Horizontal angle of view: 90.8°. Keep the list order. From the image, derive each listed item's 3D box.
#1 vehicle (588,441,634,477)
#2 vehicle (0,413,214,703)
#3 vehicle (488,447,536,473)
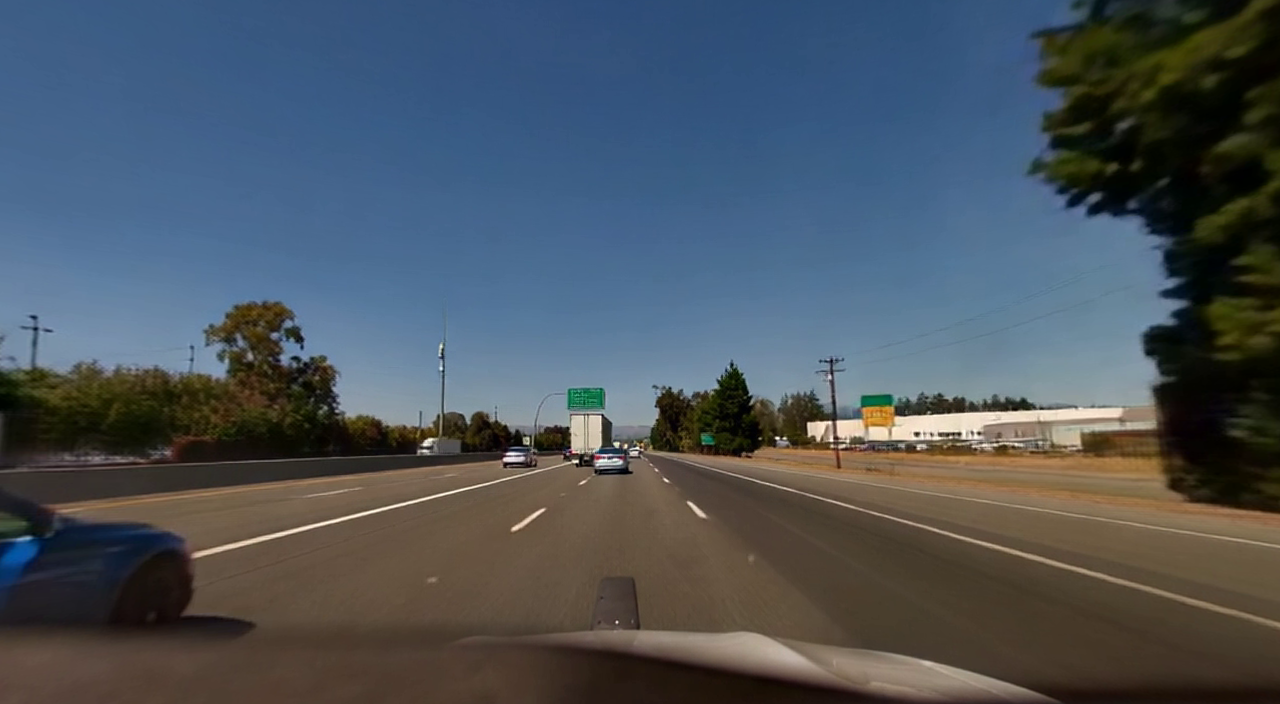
[{"bbox_3d":[-1.378,5.326,31.717,2.033,1.669,4.112,0,-9,1],"label":"vehicle"},{"bbox_3d":[-3.786,0.893,1.859,1.997,1.507,4.391,0,-9,0],"label":"vehicle"},{"bbox_3d":[-7.675,6.502,38.319,2.026,1.477,4.467,0,-9,0],"label":"vehicle"}]
